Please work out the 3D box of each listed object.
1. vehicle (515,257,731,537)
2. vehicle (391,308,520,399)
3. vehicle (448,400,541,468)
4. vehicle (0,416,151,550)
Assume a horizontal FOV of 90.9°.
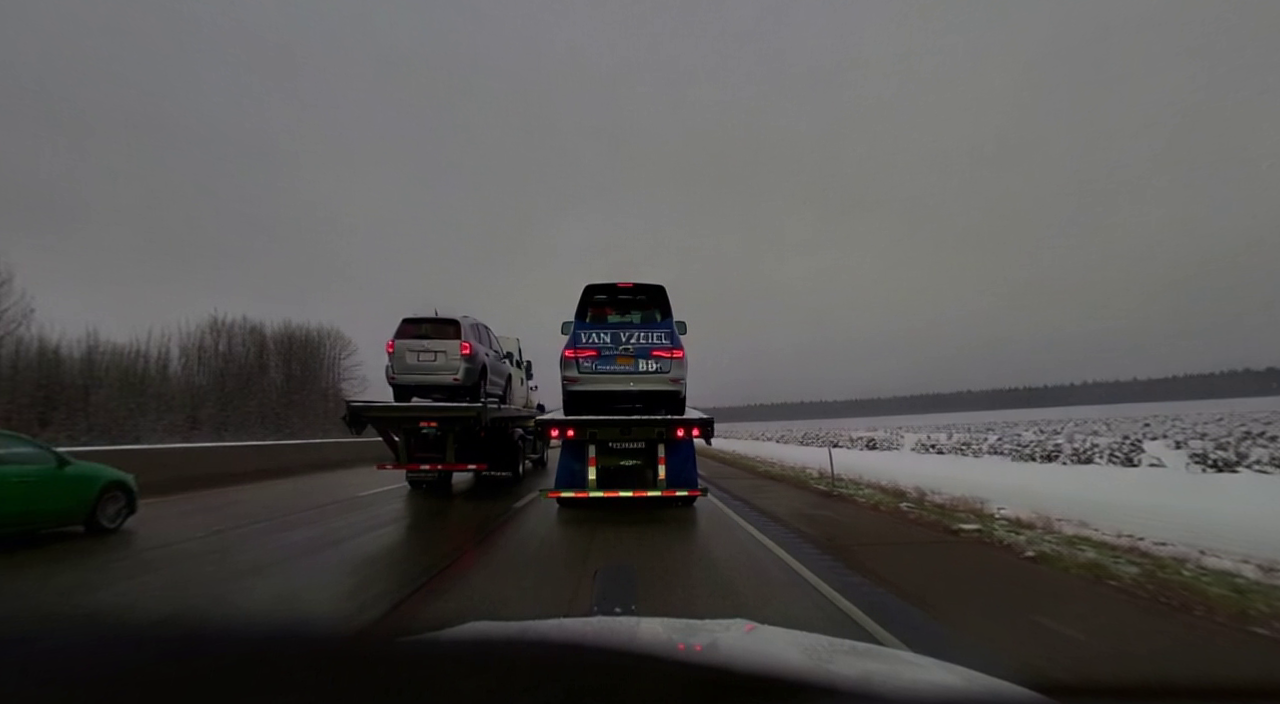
[{"bbox_3d":[-0.410,1.135,12.791,2.738,3.628,9.223,0,-7,-2],"label":"vehicle"},{"bbox_3d":[-4.555,0.202,16.417,2.118,1.799,4.591,0,-7,-2],"label":"vehicle"},{"bbox_3d":[-4.581,2.685,20.581,2.258,1.970,4.402,0,-8,-4],"label":"vehicle"},{"bbox_3d":[-8.292,1.478,7.029,1.897,1.524,4.790,0,-7,-1],"label":"vehicle"}]
